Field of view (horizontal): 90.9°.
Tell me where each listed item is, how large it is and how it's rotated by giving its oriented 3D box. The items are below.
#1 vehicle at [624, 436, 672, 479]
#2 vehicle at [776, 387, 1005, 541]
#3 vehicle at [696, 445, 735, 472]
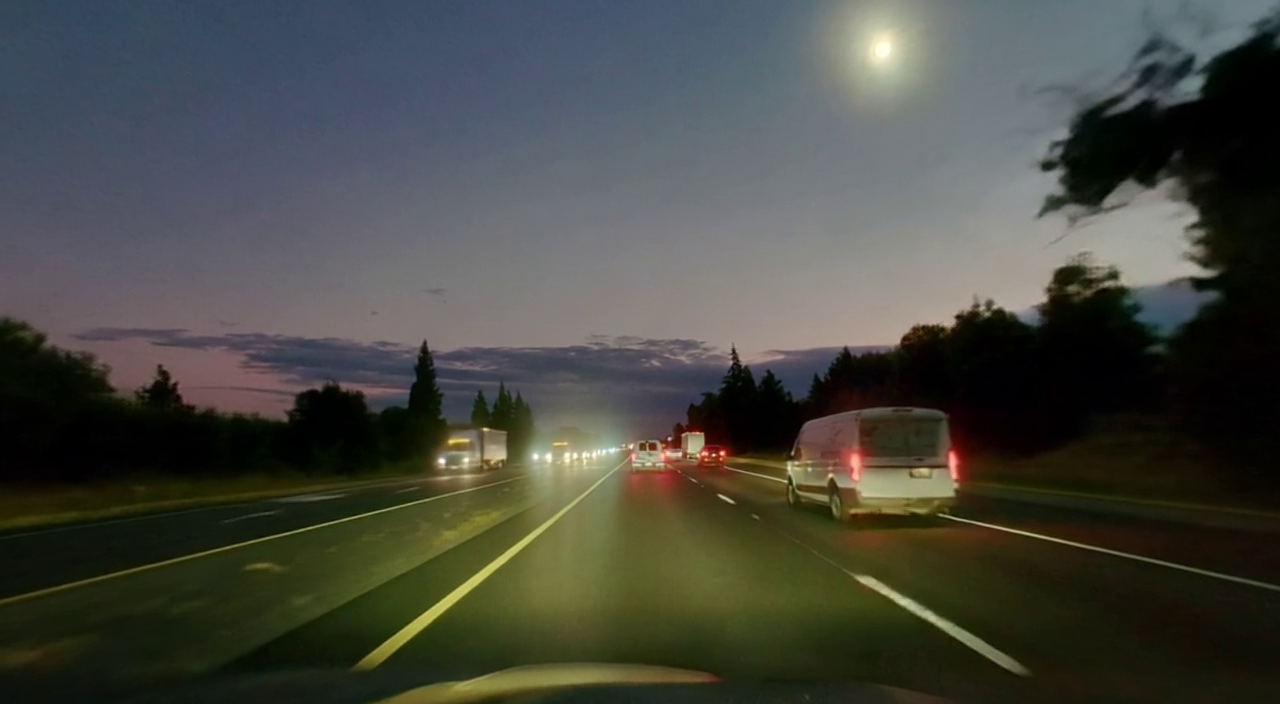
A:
[{"bbox_3d":[0.379,5.092,30.616,2.143,1.925,4.101,0,-9,0],"label":"vehicle"},{"bbox_3d":[4.265,2.032,11.866,2.232,2.290,4.720,0,-9,-1],"label":"vehicle"},{"bbox_3d":[4.597,6.546,38.994,1.868,1.566,3.509,0,-9,-2],"label":"vehicle"}]
